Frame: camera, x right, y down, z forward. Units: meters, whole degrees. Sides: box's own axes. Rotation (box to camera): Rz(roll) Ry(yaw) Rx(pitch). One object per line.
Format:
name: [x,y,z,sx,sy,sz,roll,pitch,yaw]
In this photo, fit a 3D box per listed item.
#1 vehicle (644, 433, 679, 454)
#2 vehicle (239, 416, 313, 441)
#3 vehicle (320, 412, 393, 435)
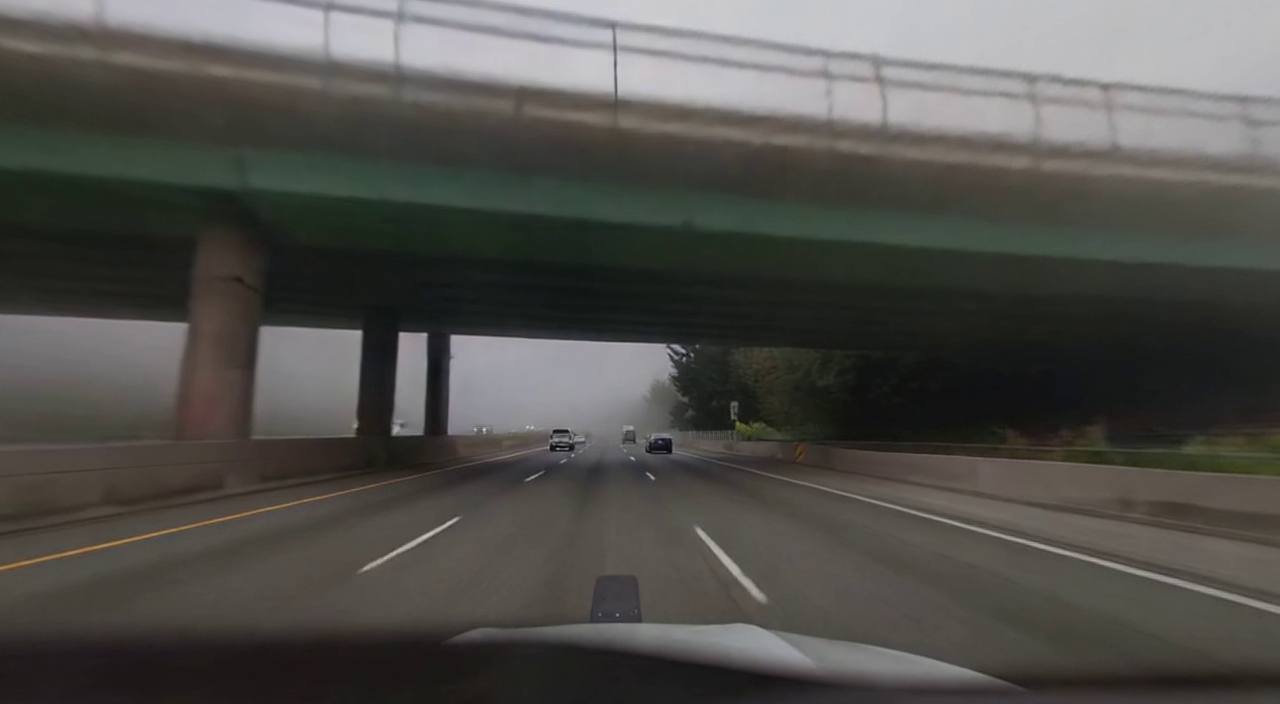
vehicle: [1.425,6.195,42.529,1.999,1.329,3.913,1,-8,-4]
vehicle: [-19.197,4.098,33.352,1.709,1.249,3.954,1,-8,-3]
vehicle: [-15.051,3.872,33.631,1.973,1.175,4.532,0,-8,-3]
